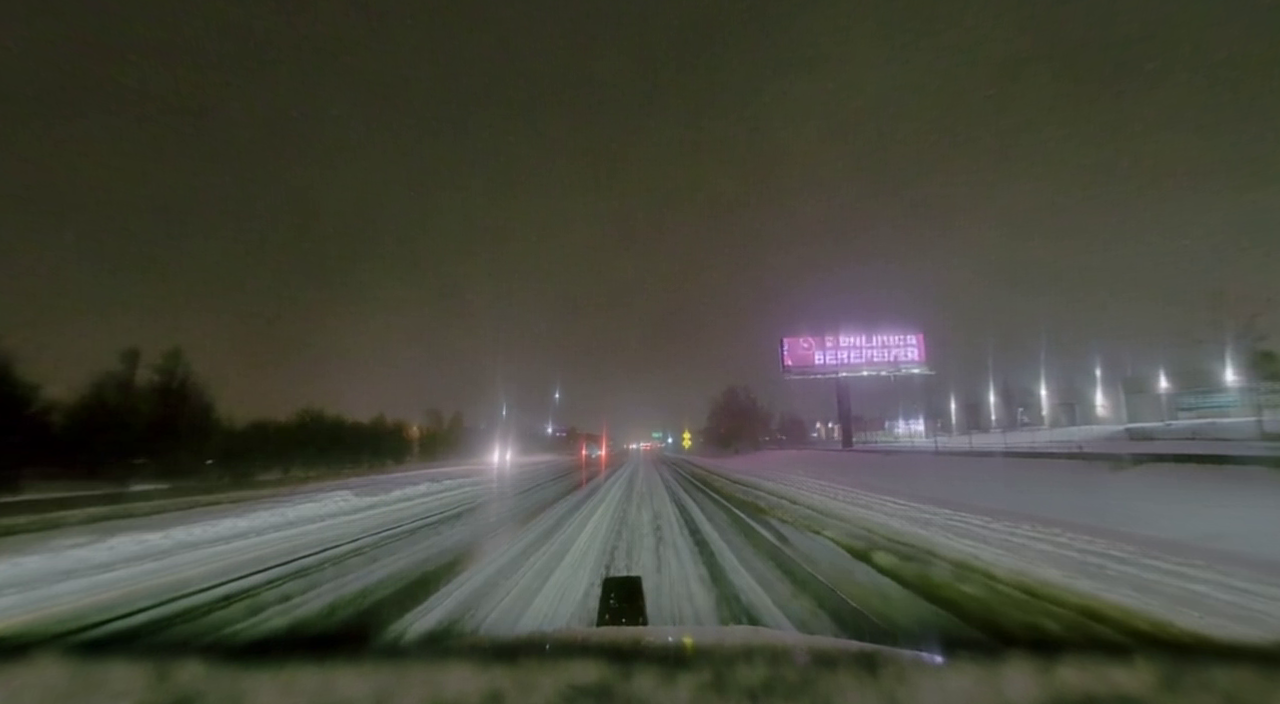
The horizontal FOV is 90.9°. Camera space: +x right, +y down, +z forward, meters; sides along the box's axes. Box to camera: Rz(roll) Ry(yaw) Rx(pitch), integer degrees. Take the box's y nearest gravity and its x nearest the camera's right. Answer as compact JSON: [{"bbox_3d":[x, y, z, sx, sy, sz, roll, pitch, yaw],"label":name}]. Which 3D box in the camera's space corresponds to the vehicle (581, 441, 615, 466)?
[{"bbox_3d":[-3.206,7.880,49.127,2.159,1.793,5.027,-1,-9,1],"label":"vehicle"}]
